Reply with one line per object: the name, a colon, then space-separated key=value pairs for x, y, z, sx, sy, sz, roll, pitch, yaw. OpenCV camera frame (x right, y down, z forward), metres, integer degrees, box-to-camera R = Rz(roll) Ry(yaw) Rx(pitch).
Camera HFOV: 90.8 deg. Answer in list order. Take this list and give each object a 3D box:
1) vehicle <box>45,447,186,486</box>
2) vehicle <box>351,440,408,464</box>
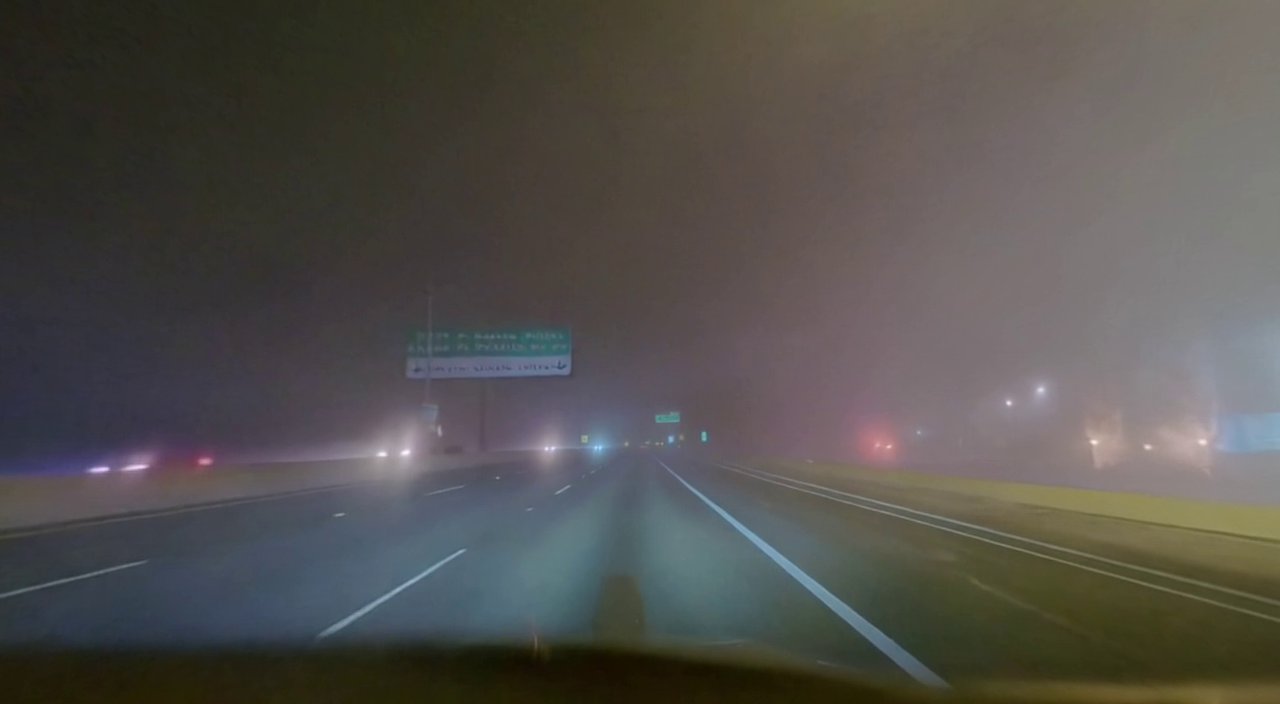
vehicle: x=-21.847 y=4.768 z=26.594 sx=1.912 sy=1.452 sz=4.667 roll=0 pitch=-8 yaw=0
vehicle: x=-17.857 y=6.874 z=43.518 sx=1.925 sy=1.533 sz=4.589 roll=-1 pitch=-8 yaw=1
